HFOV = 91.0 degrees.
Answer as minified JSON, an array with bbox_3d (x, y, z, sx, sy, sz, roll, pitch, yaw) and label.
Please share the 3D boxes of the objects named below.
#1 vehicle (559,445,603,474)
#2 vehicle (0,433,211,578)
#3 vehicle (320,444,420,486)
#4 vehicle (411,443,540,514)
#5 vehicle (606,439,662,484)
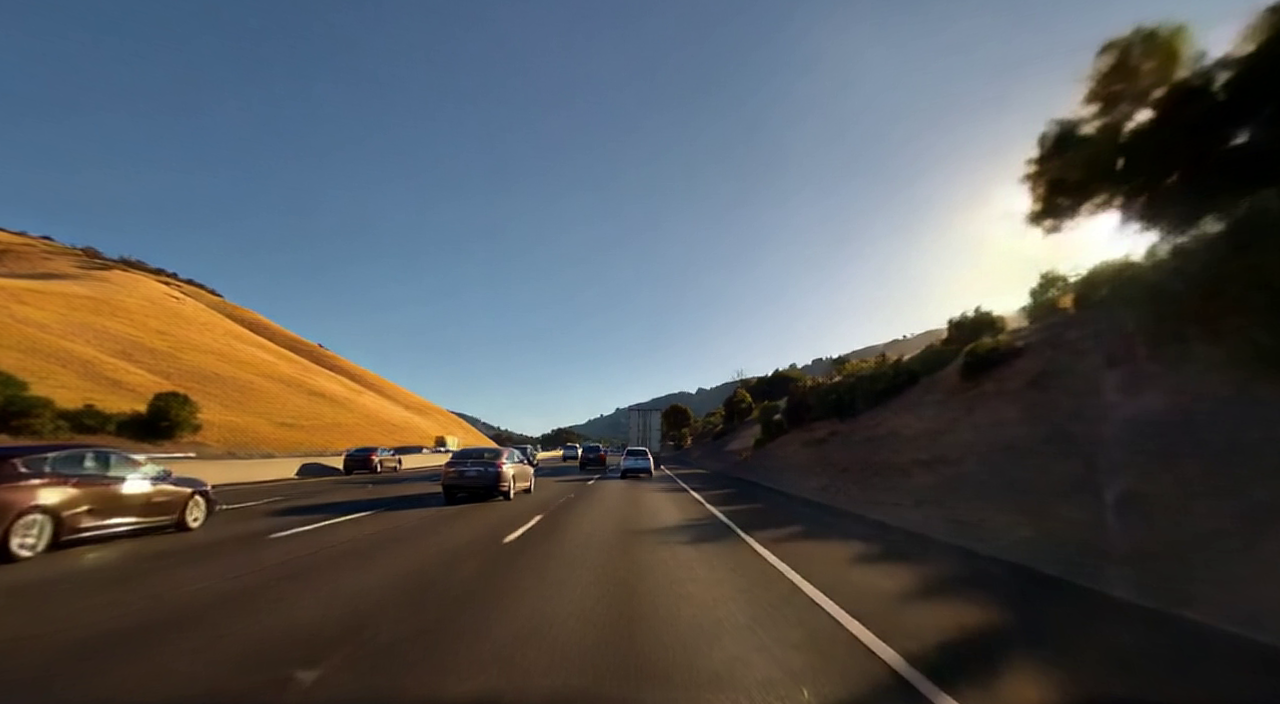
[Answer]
[{"bbox_3d":[-3.540,6.587,38.843,2.155,1.661,4.477,0,-9,1],"label":"vehicle"},{"bbox_3d":[-7.713,1.752,7.586,2.029,1.507,4.204,1,-9,1],"label":"vehicle"},{"bbox_3d":[-10.708,4.489,25.402,1.950,1.507,4.527,1,-9,1],"label":"vehicle"},{"bbox_3d":[-3.884,3.061,15.811,1.943,1.468,4.547,1,-9,1],"label":"vehicle"},{"bbox_3d":[-0.245,4.814,27.958,2.281,1.795,4.297,1,-9,0],"label":"vehicle"}]
